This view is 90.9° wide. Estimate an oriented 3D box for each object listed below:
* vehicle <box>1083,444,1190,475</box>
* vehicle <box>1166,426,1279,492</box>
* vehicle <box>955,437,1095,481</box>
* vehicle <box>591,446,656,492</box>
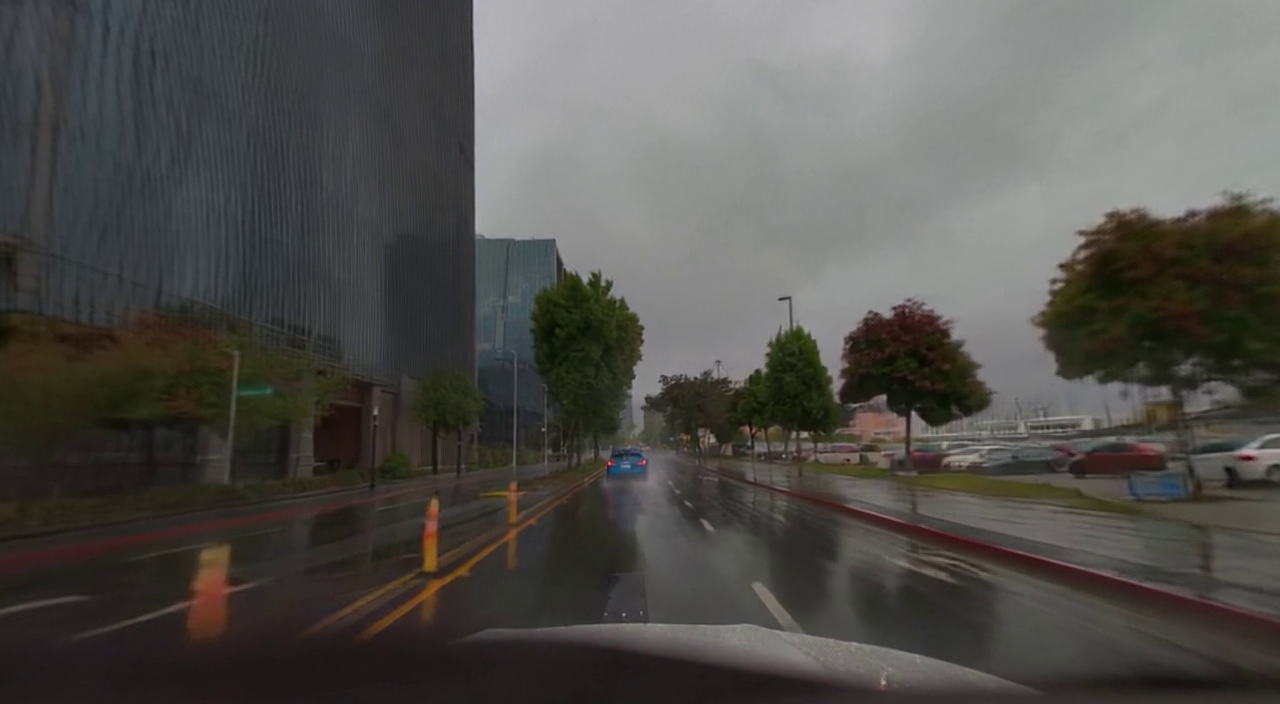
[{"bbox_3d":[24.005,5.199,30.567,3.561,1.455,1.860,0,-9,0],"label":"vehicle"},{"bbox_3d":[15.246,2.543,15.080,1.913,1.470,3.714,0,-9,-3],"label":"vehicle"},{"bbox_3d":[14.476,4.023,23.882,4.003,1.476,1.884,-2,-8,2],"label":"vehicle"},{"bbox_3d":[-0.600,4.097,22.385,2.063,1.442,4.135,0,-9,-2],"label":"vehicle"}]
